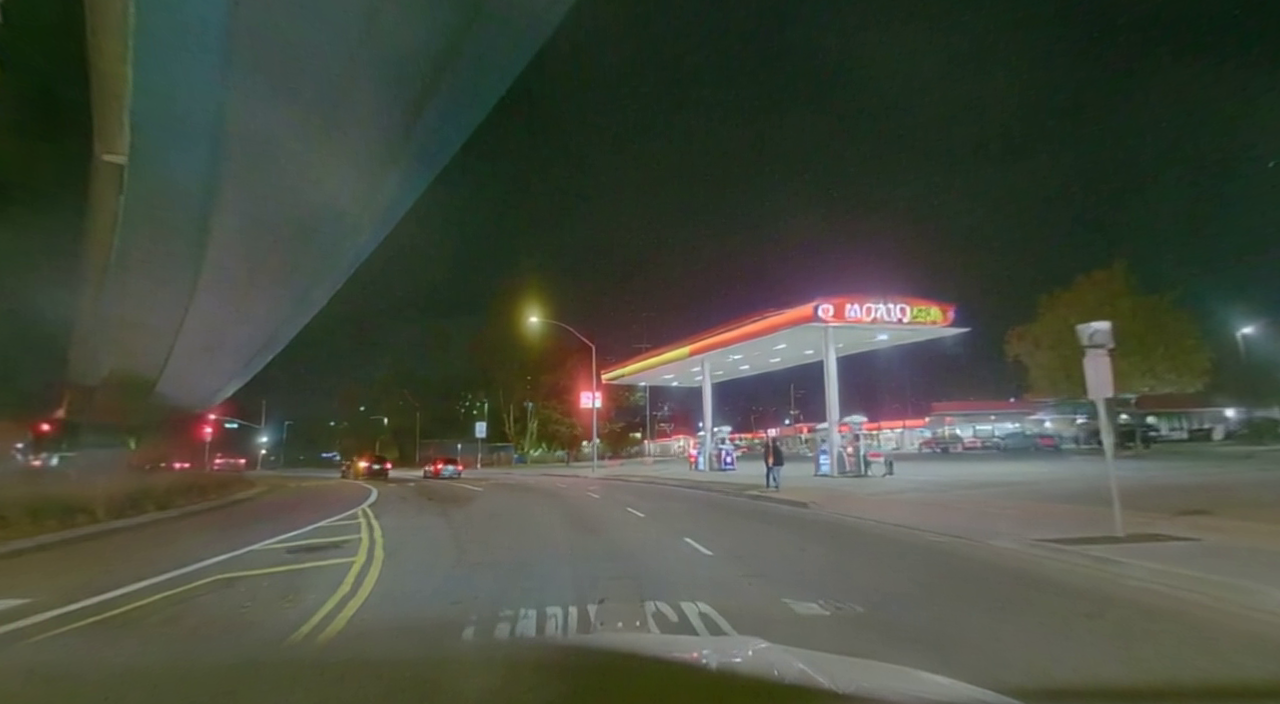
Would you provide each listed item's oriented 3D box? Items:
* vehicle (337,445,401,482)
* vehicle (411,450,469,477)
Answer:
[{"bbox_3d":[-16.125,6.534,37.344,2.254,2.006,4.766,7,-11,-37],"label":"vehicle"},{"bbox_3d":[-14.709,8.098,46.140,2.202,1.822,4.826,7,-11,-40],"label":"vehicle"}]
